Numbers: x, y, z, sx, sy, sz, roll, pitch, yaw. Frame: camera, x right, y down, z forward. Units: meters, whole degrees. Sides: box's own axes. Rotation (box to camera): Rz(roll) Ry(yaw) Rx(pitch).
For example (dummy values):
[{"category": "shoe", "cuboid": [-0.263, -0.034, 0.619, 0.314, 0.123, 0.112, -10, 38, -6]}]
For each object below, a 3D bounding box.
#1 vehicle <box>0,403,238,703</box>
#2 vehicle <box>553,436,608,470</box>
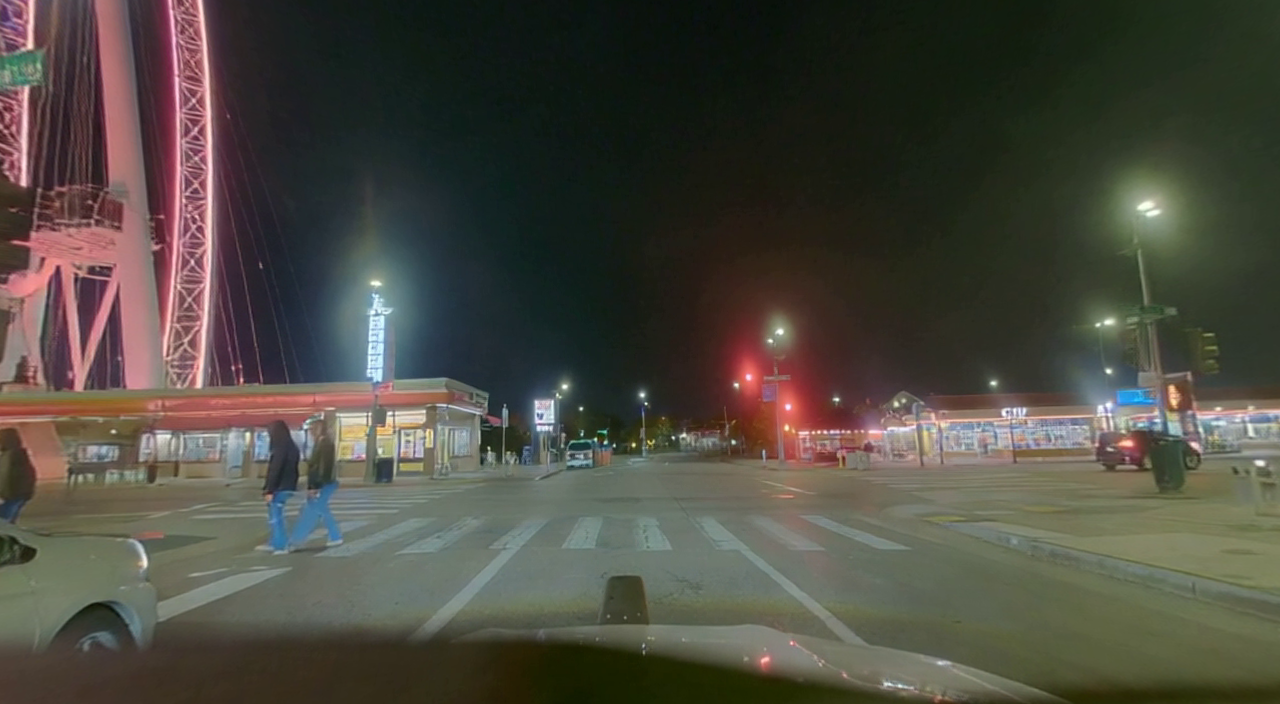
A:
[{"category": "vehicle", "cuboid": [-3.372, 0.788, 1.200, 1.940, 1.505, 4.676, -1, -9, 3]}, {"category": "vehicle", "cuboid": [-3.892, 6.405, 40.247, 2.549, 2.000, 5.699, 2, -9, -15]}]
